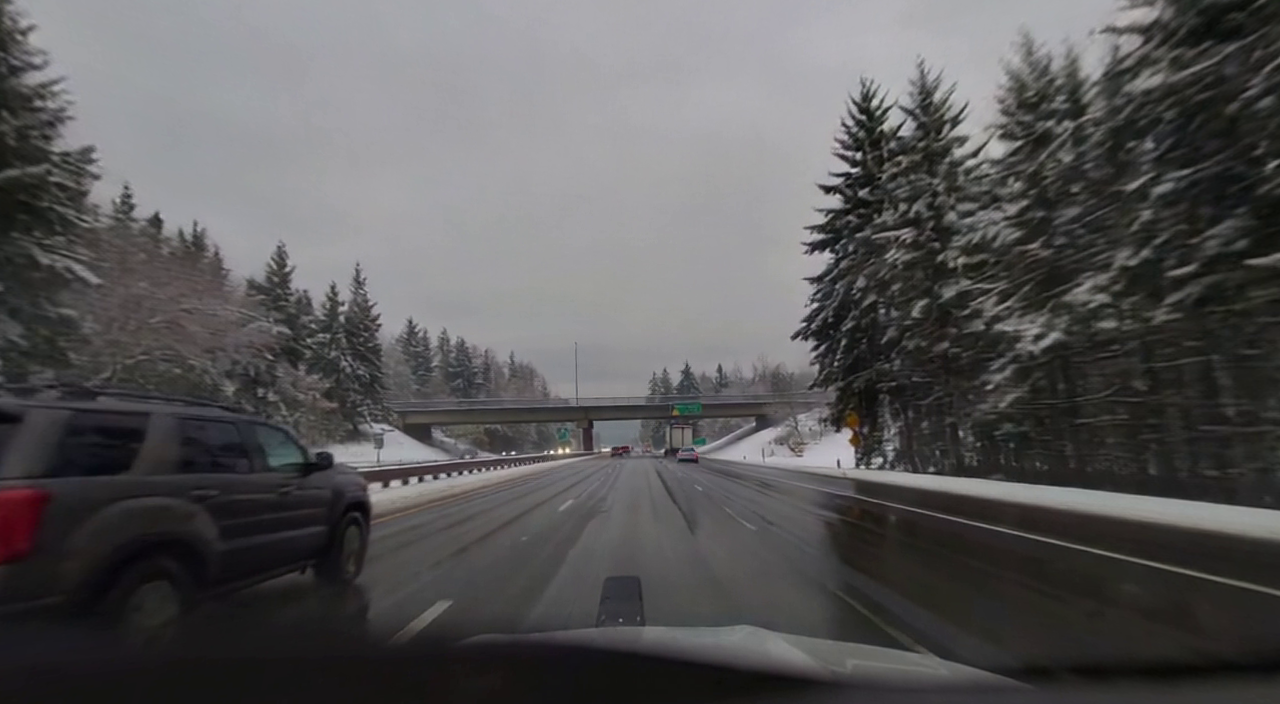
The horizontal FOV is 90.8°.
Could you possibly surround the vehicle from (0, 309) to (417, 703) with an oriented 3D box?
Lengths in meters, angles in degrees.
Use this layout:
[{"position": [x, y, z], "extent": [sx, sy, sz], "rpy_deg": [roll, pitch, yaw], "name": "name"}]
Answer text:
[{"position": [-3.385, 1.029, 4.037], "extent": [2.238, 1.792, 4.518], "rpy_deg": [0, -9, 0], "name": "vehicle"}]
